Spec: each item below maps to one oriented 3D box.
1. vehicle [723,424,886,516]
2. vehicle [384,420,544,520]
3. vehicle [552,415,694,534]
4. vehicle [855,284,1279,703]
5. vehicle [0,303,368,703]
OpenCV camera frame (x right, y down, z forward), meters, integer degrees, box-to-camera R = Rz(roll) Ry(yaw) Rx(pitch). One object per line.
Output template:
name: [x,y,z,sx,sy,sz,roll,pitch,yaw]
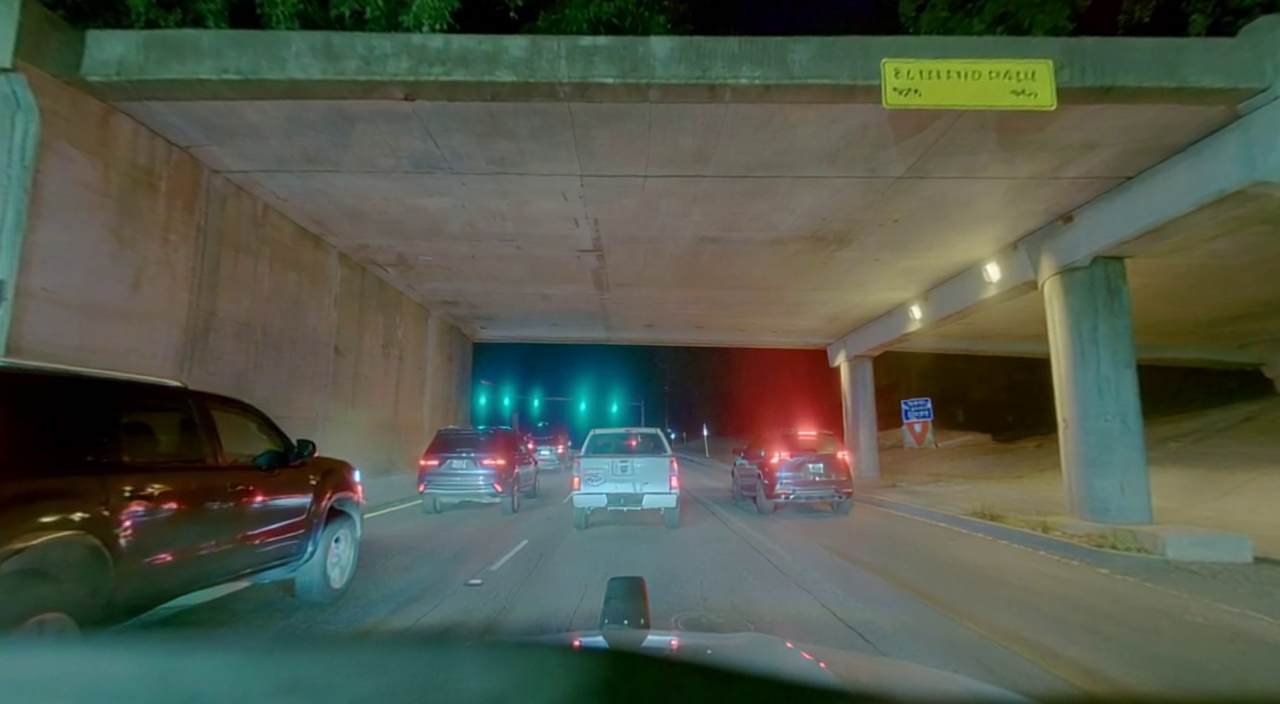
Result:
vehicle: [3.456,2.629,14.621,2.234,1.720,5.378,0,-8,-1]
vehicle: [-3.366,2.343,12.999,2.127,1.720,4.064,0,-8,0]
vehicle: [-0.291,2.104,11.335,2.097,1.748,3.794,0,-8,-1]
vehicle: [3.691,1.049,4.807,2.401,1.968,4.841,0,-8,0]
vehicle: [-3.424,0.840,3.077,2.074,1.814,4.596,0,-8,0]
